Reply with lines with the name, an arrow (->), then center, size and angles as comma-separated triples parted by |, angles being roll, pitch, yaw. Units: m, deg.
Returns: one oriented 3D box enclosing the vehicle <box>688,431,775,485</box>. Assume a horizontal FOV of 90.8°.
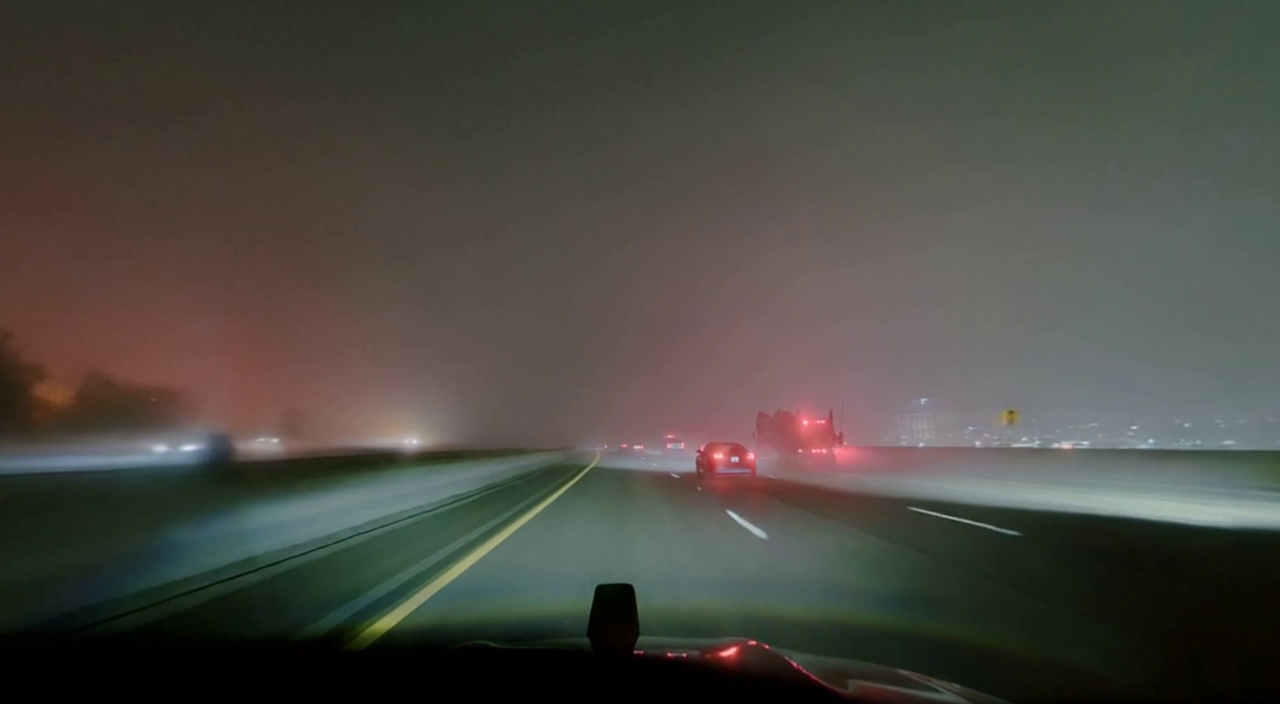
vehicle -> 3.177, 3.806, 23.041 | 2.305, 1.729, 4.526 | 0, -8, -2
